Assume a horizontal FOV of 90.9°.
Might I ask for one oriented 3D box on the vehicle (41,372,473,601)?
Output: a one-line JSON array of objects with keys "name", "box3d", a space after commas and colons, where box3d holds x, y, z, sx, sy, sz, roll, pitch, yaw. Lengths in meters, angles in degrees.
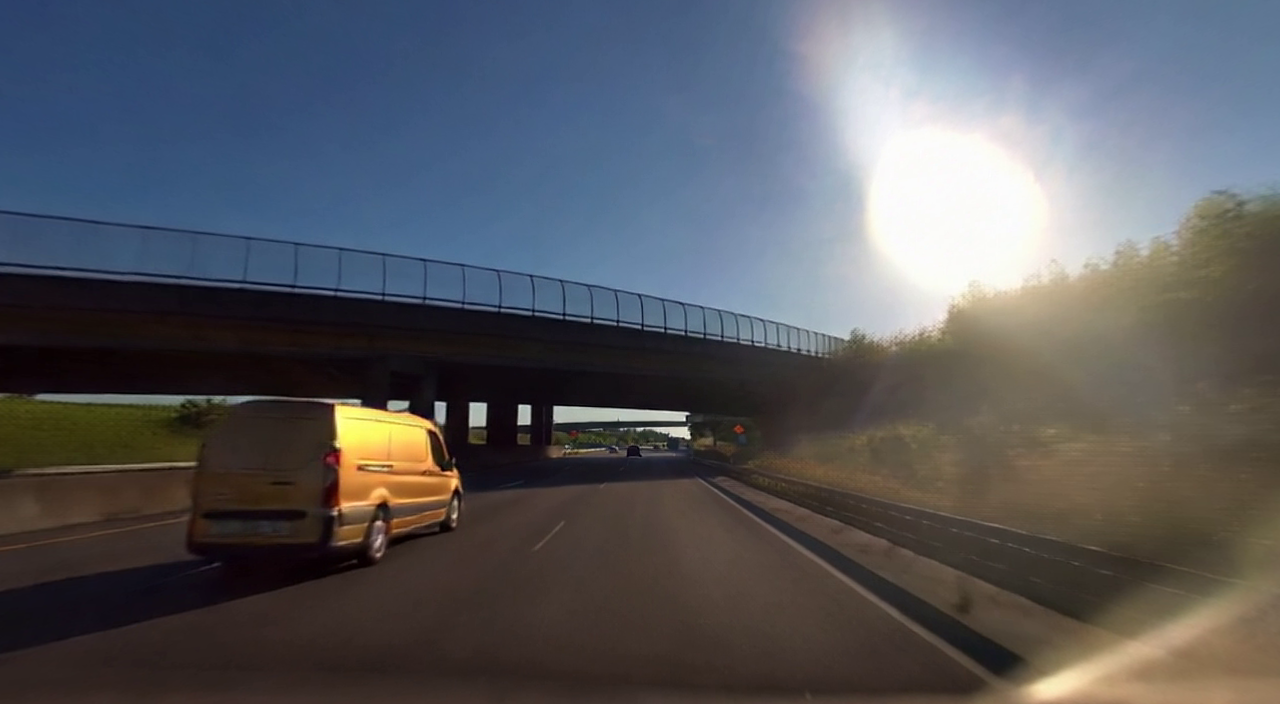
[{"name": "vehicle", "box3d": [-3.921, 1.531, 7.919, 2.167, 1.929, 5.037, 0, -9, 1]}]
